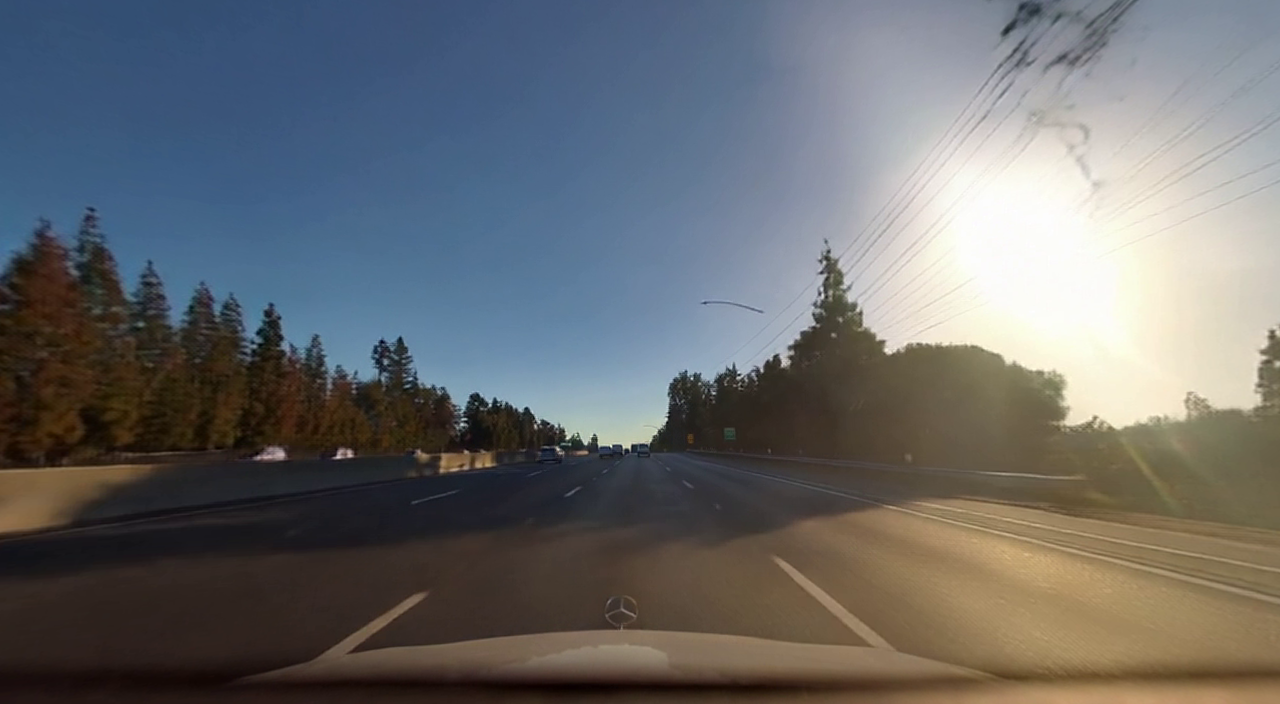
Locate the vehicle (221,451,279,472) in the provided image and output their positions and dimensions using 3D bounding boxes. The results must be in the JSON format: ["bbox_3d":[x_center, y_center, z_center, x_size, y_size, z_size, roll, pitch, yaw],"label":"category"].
[{"bbox_3d":[-30.531,8.538,49.399,1.825,1.542,4.241,0,-9,-1],"label":"vehicle"}]

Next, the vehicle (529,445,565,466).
[{"bbox_3d":[-7.102,7.953,48.580,2.034,1.563,4.476,0,-9,0],"label":"vehicle"}]
